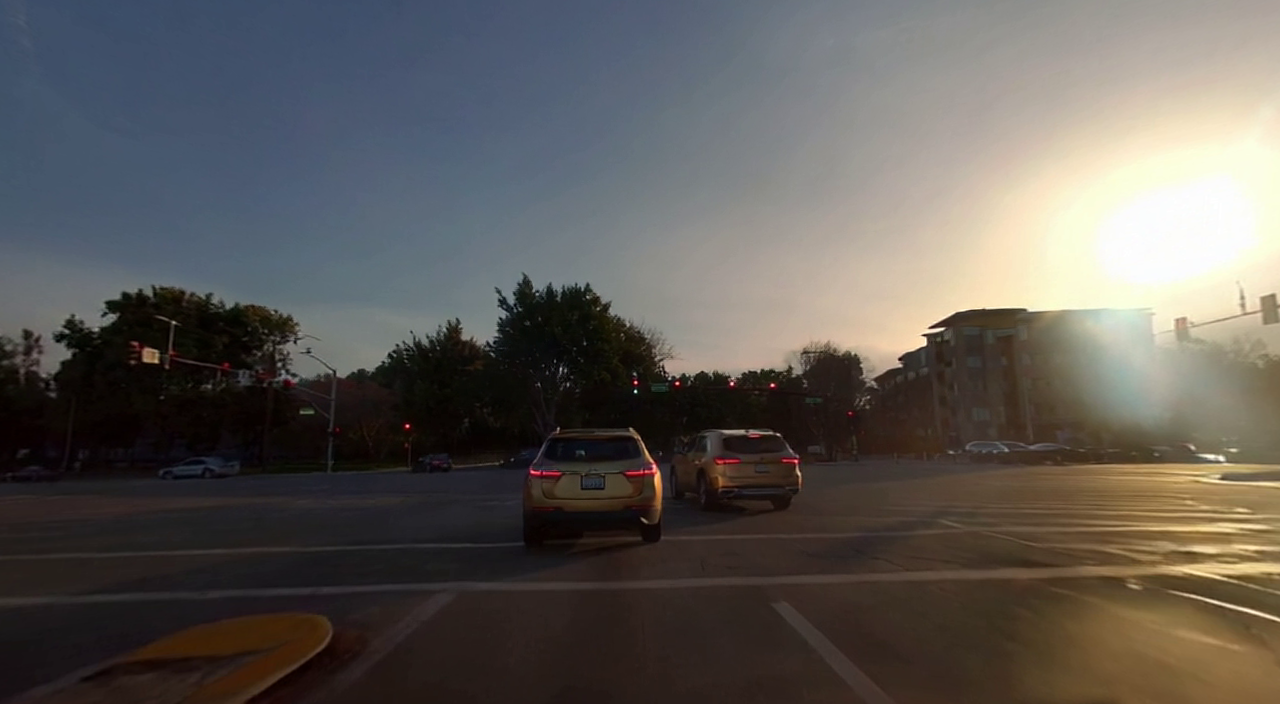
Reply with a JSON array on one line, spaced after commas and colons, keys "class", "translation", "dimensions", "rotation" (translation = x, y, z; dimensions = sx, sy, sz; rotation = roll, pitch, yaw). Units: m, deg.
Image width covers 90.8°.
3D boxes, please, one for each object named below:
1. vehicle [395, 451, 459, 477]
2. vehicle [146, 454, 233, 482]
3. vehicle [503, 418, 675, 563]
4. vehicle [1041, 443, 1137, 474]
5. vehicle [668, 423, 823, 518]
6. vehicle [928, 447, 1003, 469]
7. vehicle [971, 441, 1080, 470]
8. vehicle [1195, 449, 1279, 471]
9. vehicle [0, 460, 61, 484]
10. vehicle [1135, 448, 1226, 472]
[{"class": "vehicle", "translation": [-13.916, 7.267, 41.228], "dimensions": [3.771, 1.593, 1.789], "rotation": [-5, -10, 28]}, {"class": "vehicle", "translation": [-29.020, 7.435, 40.747], "dimensions": [4.318, 1.712, 2.188], "rotation": [-2, -9, 14]}, {"class": "vehicle", "translation": [-0.799, 1.963, 9.691], "dimensions": [2.039, 1.698, 4.144], "rotation": [1, -9, -6]}, {"class": "vehicle", "translation": [27.347, 6.496, 38.572], "dimensions": [4.322, 1.595, 1.752], "rotation": [-4, -10, 5]}, {"class": "vehicle", "translation": [2.137, 2.602, 14.393], "dimensions": [2.228, 1.798, 4.370], "rotation": [1, -9, -8]}, {"class": "vehicle", "translation": [24.918, 8.132, 48.463], "dimensions": [4.587, 1.634, 2.078], "rotation": [0, -9, -1]}, {"class": "vehicle", "translation": [25.918, 6.964, 42.642], "dimensions": [5.895, 1.921, 2.150], "rotation": [0, -9, 1]}, {"class": "vehicle", "translation": [42.624, 7.658, 44.876], "dimensions": [4.495, 1.495, 1.782], "rotation": [-1, -8, 2]}, {"class": "vehicle", "translation": [-45.231, 8.746, 46.091], "dimensions": [4.097, 1.705, 1.804], "rotation": [0, -9, 1]}, {"class": "vehicle", "translation": [35.698, 7.114, 41.753], "dimensions": [4.446, 1.530, 1.728], "rotation": [0, -8, -2]}]
